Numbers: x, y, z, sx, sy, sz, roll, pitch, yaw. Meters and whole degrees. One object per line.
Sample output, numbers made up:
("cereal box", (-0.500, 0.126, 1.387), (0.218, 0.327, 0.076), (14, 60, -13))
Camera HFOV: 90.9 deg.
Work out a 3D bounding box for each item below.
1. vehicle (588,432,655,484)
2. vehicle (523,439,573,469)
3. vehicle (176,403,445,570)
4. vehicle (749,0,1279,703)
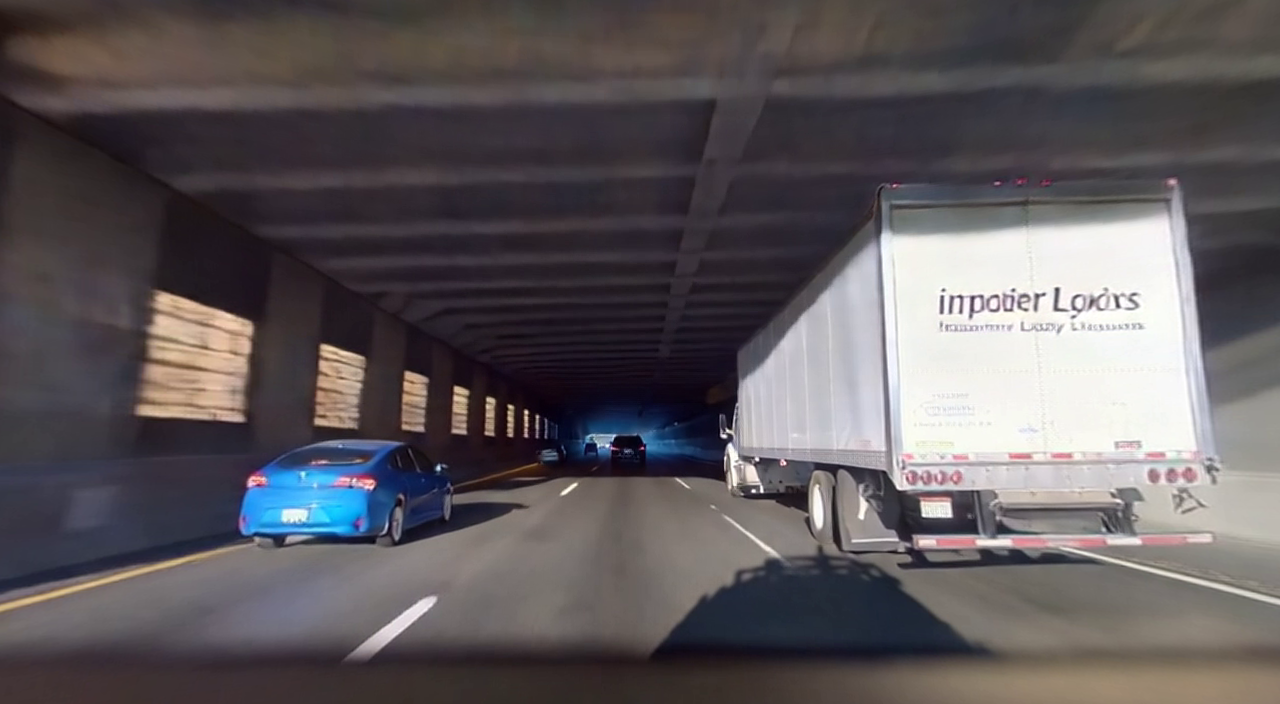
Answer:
("vehicle", (-0.607, 3.620, 21.762), (2.094, 1.600, 3.666), (0, -8, -1))
("vehicle", (-4.652, 5.240, 32.583), (2.019, 1.435, 4.317), (0, -8, -1))
("vehicle", (-3.829, 1.583, 7.955), (1.826, 1.695, 2.870), (0, -8, -1))
("vehicle", (3.840, 0.147, 5.968), (2.842, 4.108, 14.081), (0, -8, -1))
